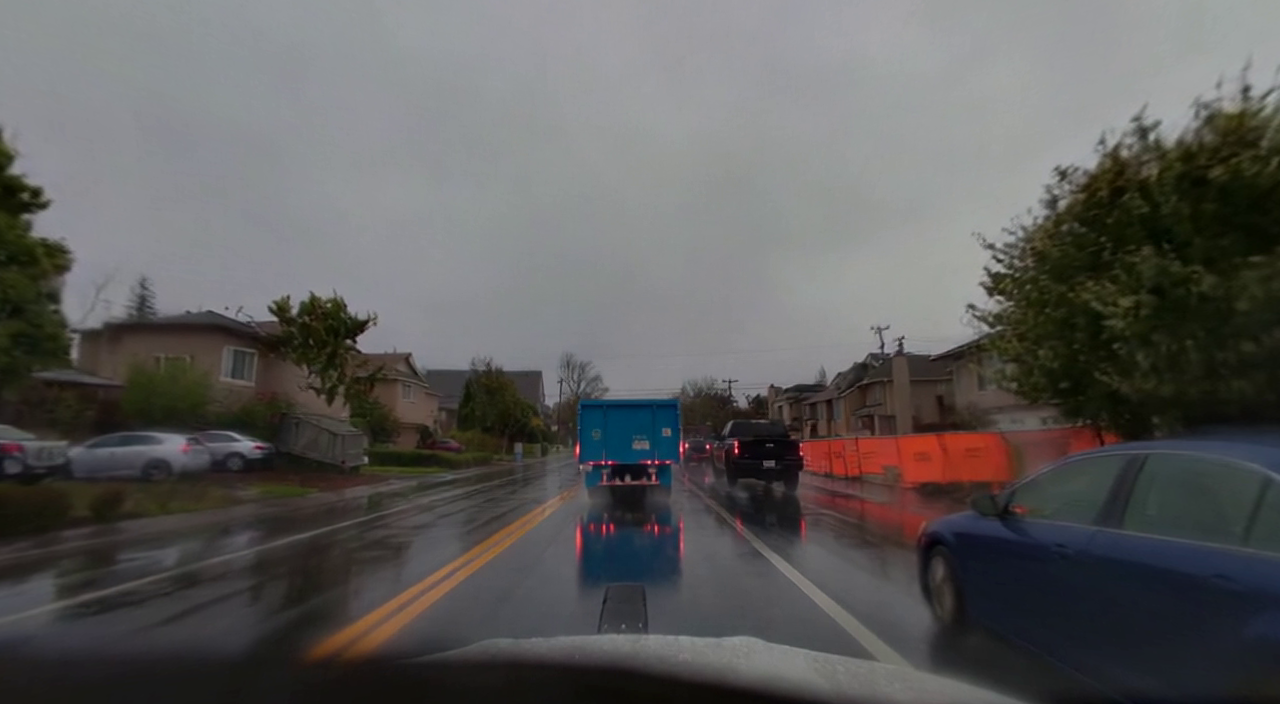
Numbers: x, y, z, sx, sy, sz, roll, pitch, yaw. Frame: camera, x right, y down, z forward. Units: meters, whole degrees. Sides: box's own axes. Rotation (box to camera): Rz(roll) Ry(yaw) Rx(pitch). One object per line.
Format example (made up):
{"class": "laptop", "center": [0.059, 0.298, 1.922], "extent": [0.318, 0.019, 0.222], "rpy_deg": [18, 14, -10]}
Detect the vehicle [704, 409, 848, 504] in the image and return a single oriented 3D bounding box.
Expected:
{"class": "vehicle", "center": [3.168, 2.634, 16.200], "extent": [2.486, 1.993, 5.667], "rpy_deg": [0, -8, 0]}

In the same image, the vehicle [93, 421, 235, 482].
{"class": "vehicle", "center": [-14.952, 3.150, 20.094], "extent": [2.010, 1.721, 4.499], "rpy_deg": [2, -9, -16]}

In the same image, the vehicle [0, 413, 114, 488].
{"class": "vehicle", "center": [-16.889, 2.593, 16.697], "extent": [4.184, 1.831, 1.940], "rpy_deg": [-1, -8, 8]}

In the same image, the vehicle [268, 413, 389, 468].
{"class": "vehicle", "center": [-13.390, 3.908, 27.556], "extent": [2.475, 2.157, 5.567], "rpy_deg": [0, -8, -1]}

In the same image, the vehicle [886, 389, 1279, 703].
{"class": "vehicle", "center": [3.020, 1.002, 2.841], "extent": [2.010, 1.499, 4.481], "rpy_deg": [0, -8, 0]}

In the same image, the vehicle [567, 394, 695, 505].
{"class": "vehicle", "center": [-0.132, 2.590, 17.003], "extent": [2.751, 2.361, 6.347], "rpy_deg": [1, -8, 1]}
